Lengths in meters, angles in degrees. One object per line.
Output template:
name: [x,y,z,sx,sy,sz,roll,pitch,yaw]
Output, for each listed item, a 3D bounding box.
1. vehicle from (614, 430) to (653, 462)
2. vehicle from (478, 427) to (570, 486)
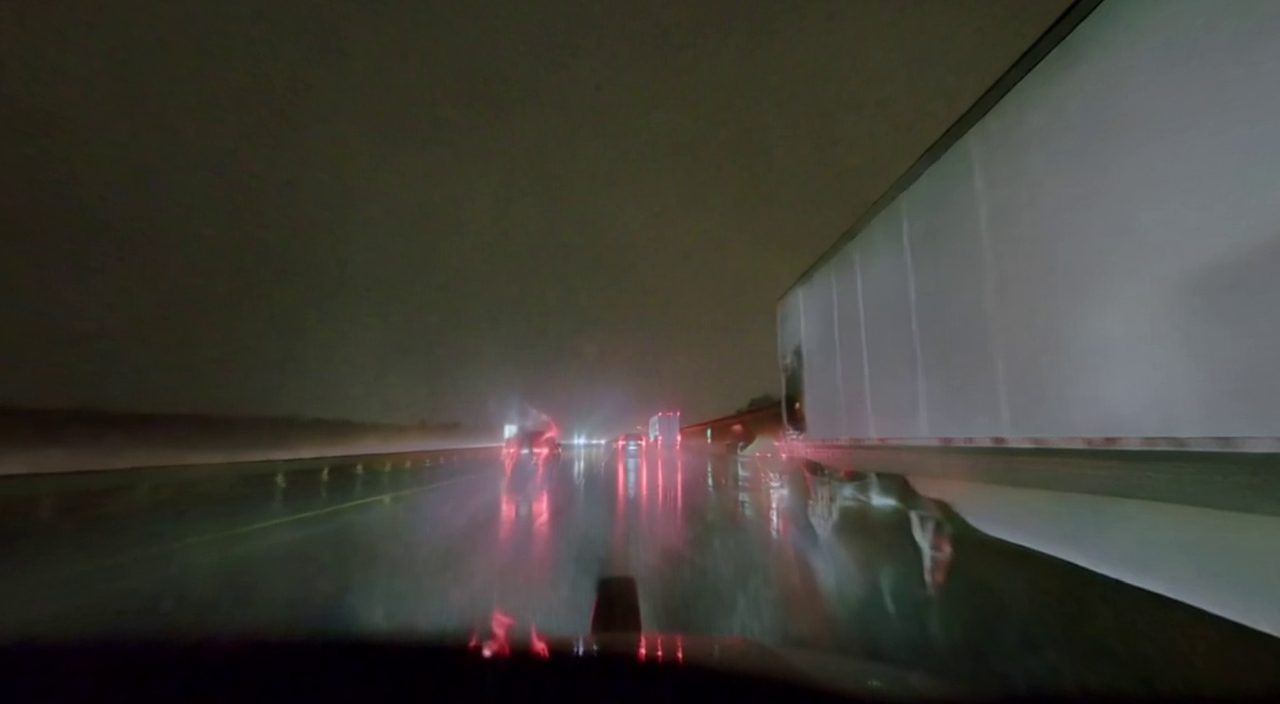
vehicle: [-0.510,6.283,42.262,2.456,2.007,4.728,0,-8,-2]
vehicle: [-3.786,3.499,21.461,2.326,1.761,4.450,0,-8,0]
